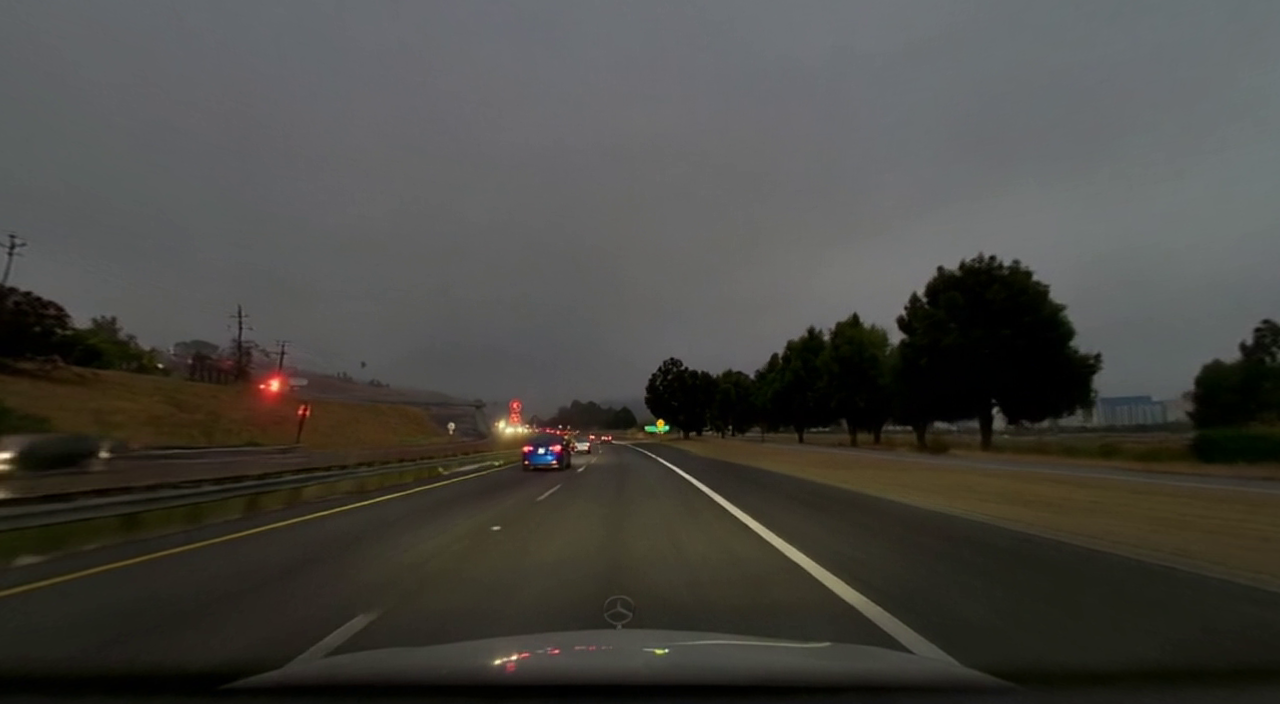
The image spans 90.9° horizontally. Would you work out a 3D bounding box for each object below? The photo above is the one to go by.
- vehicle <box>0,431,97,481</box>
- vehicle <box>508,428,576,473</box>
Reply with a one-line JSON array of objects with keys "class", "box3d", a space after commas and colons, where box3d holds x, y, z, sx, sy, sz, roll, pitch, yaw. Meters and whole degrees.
[{"class": "vehicle", "box3d": [-19.259, 3.119, 19.087, 1.892, 1.435, 4.234, 0, -7, -1]}, {"class": "vehicle", "box3d": [-3.846, 3.914, 25.497, 2.047, 1.612, 4.631, 0, -7, -1]}]
